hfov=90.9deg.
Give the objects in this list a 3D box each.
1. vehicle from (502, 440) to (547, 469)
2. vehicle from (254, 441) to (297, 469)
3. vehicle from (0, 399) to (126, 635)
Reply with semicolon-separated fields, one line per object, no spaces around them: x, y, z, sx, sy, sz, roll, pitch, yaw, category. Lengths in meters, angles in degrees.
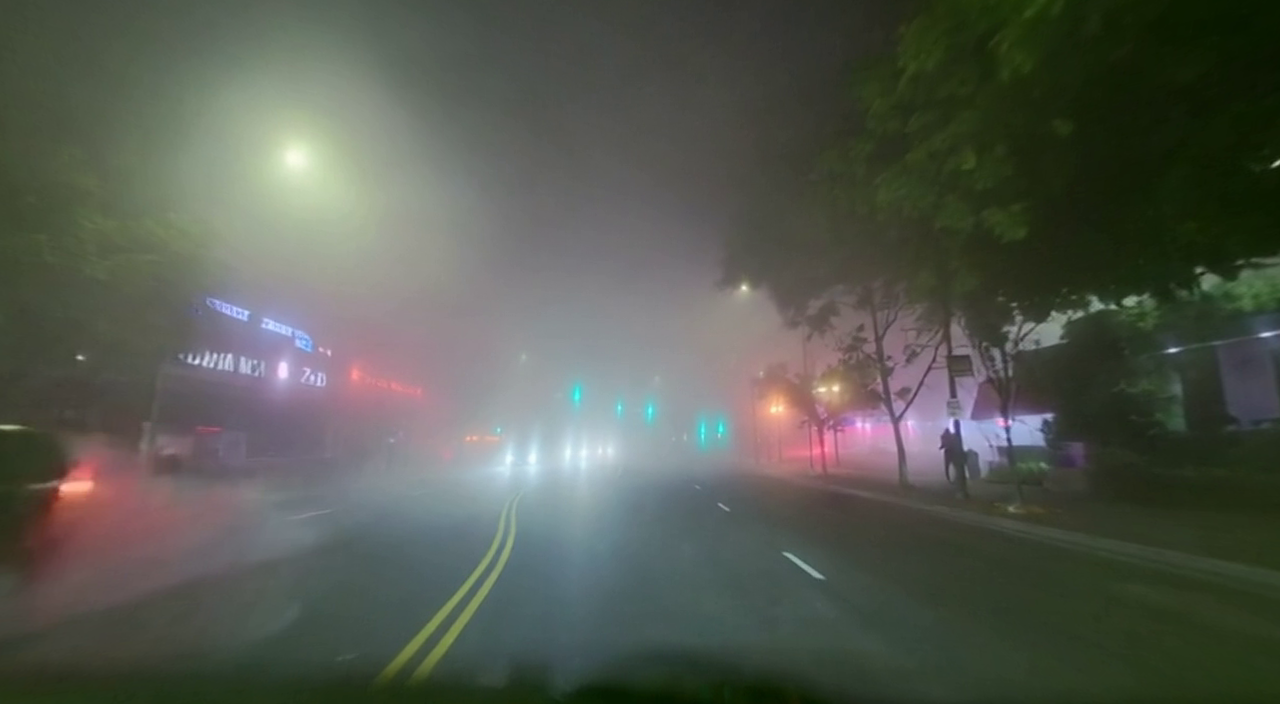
-8.159;7.265;44.947;2.242;1.919;4.922;0;-8;1;vehicle
-26.142;7.324;45.094;2.099;1.901;4.832;6;-10;-35;vehicle
-5.752;1.047;3.484;2.055;1.714;4.374;0;-8;1;vehicle
